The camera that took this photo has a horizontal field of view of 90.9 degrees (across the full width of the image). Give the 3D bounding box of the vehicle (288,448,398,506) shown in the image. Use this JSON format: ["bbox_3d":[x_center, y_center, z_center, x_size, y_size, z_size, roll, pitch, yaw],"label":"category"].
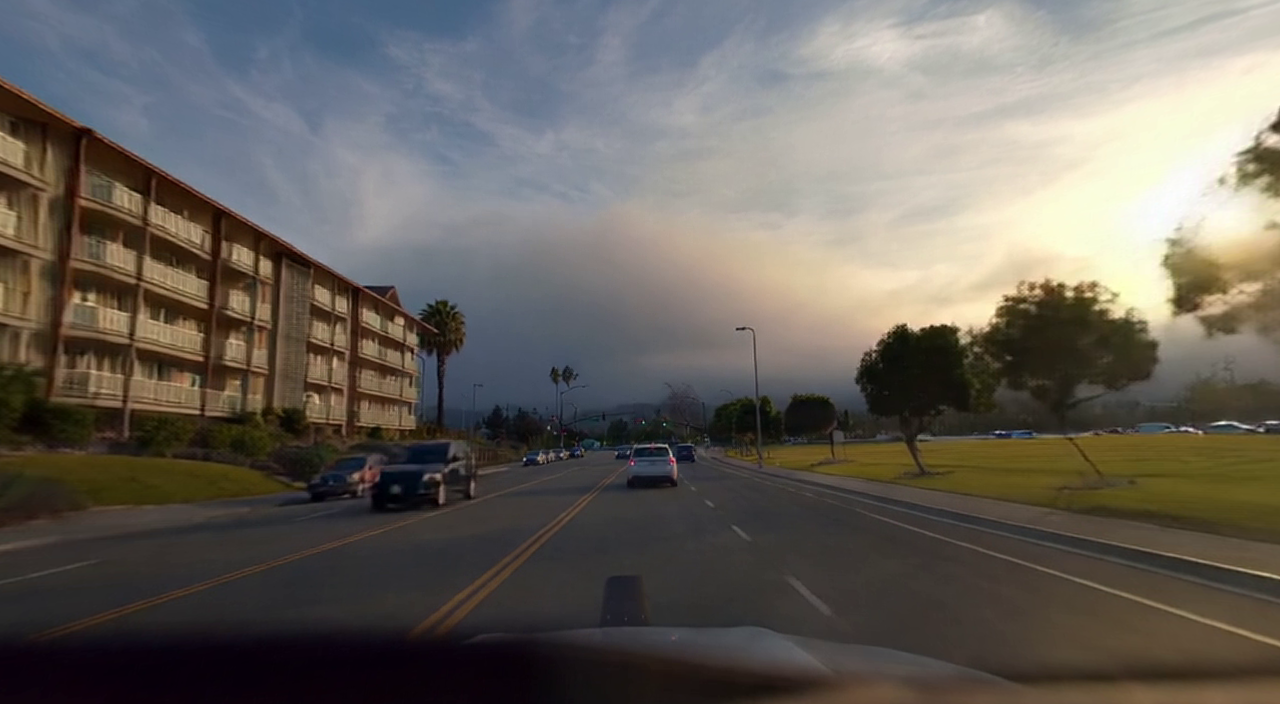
[{"bbox_3d":[-10.213,4.254,22.015,1.932,1.607,4.191,-5,-8,-2],"label":"vehicle"}]

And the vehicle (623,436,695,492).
[{"bbox_3d":[0.577,3.606,20.558,2.132,1.632,3.838,0,-9,0],"label":"vehicle"}]

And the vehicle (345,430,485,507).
[{"bbox_3d":[-6.048,3.183,17.685,2.065,1.838,4.846,0,-9,1],"label":"vehicle"}]
